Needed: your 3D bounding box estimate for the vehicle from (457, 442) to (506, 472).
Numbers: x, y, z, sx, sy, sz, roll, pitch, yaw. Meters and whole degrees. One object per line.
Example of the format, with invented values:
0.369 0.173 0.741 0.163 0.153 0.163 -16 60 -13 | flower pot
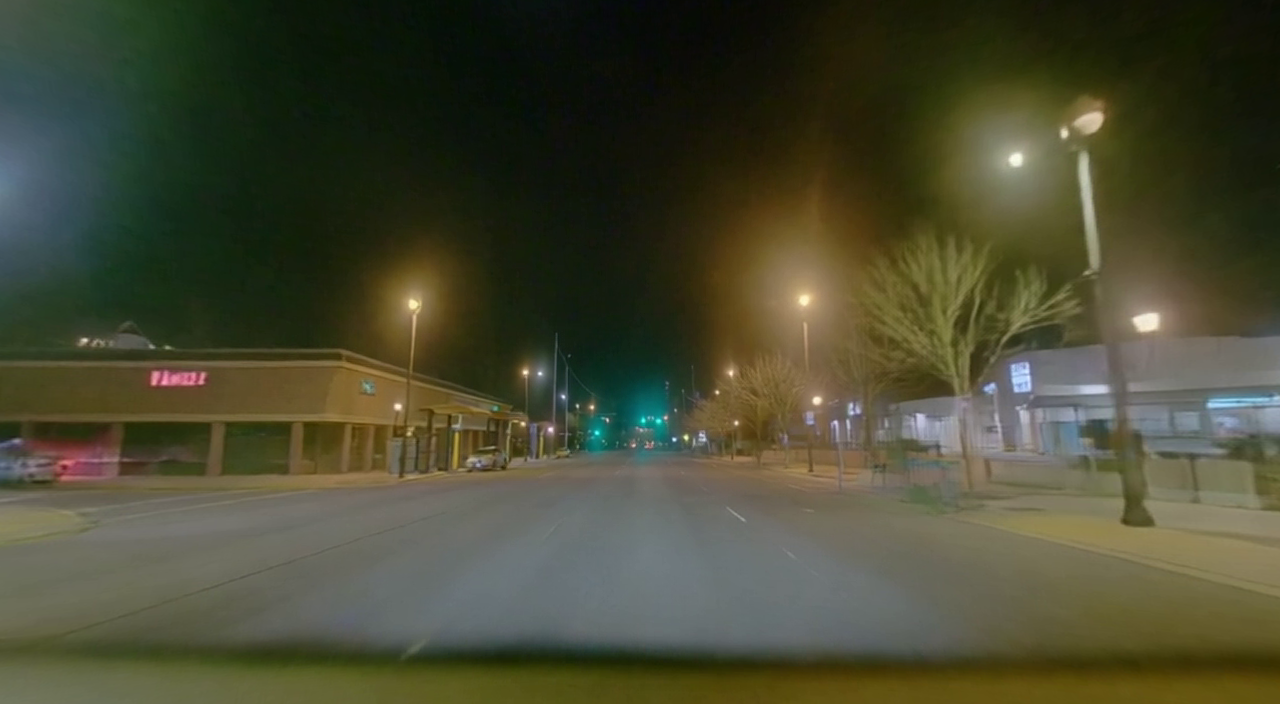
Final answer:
-10.583 7.002 42.465 2.060 1.796 4.675 -1 -7 0 | vehicle
